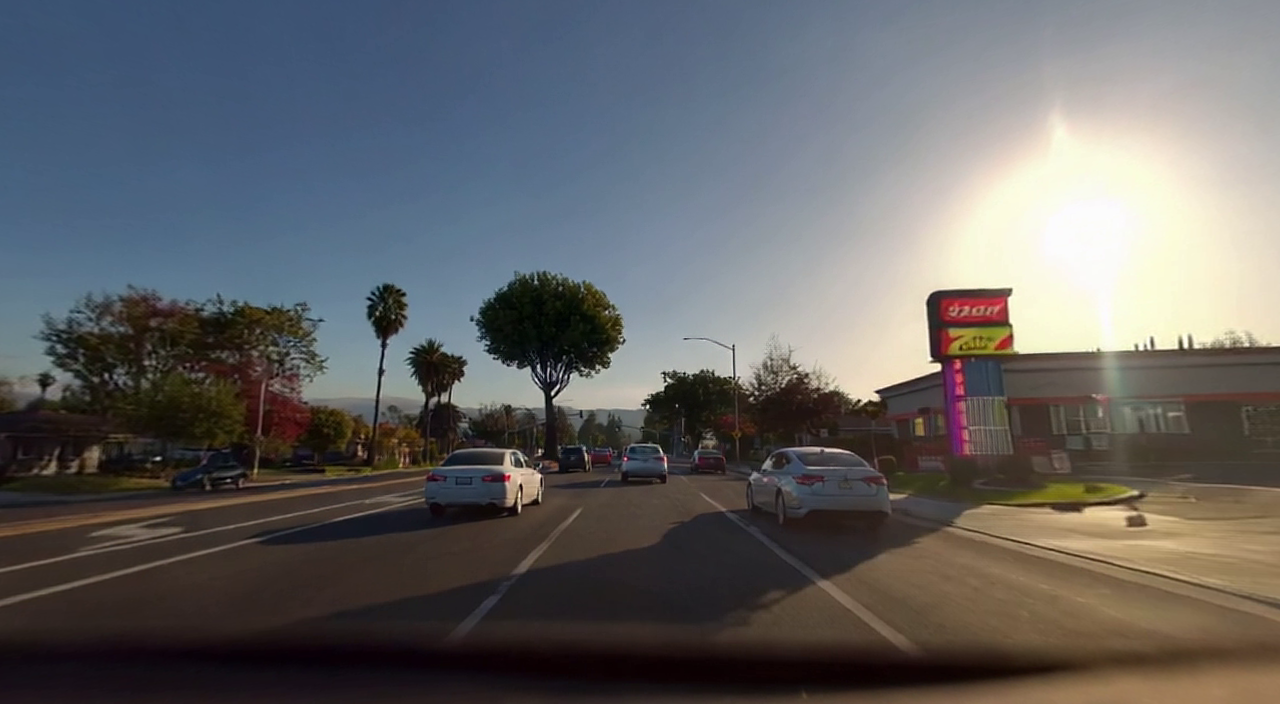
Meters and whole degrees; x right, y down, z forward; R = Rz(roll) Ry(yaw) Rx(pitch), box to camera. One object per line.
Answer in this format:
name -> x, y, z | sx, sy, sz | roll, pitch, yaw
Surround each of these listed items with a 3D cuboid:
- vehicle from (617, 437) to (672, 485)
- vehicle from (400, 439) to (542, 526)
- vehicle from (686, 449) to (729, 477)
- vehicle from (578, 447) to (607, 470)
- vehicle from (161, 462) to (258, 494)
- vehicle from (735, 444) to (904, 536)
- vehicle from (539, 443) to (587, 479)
vehicle -> 0.122, 4.660, 27.089 | 2.164, 1.867, 4.254 | 0, -9, -1
vehicle -> -3.303, 2.626, 13.247 | 1.864, 1.505, 4.202 | 0, -9, -1
vehicle -> 3.735, 6.236, 35.560 | 1.880, 1.476, 3.932 | 0, -9, -1
vehicle -> -3.536, 8.008, 47.601 | 1.871, 1.673, 3.920 | 0, -9, 1
vehicle -> -22.447, 6.544, 33.102 | 1.827, 1.441, 4.660 | 0, -9, 0
vehicle -> 3.313, 2.630, 12.723 | 1.977, 1.480, 4.589 | 0, -9, -1
vehicle -> -3.871, 5.546, 32.272 | 1.932, 1.695, 4.235 | 0, -9, 0
